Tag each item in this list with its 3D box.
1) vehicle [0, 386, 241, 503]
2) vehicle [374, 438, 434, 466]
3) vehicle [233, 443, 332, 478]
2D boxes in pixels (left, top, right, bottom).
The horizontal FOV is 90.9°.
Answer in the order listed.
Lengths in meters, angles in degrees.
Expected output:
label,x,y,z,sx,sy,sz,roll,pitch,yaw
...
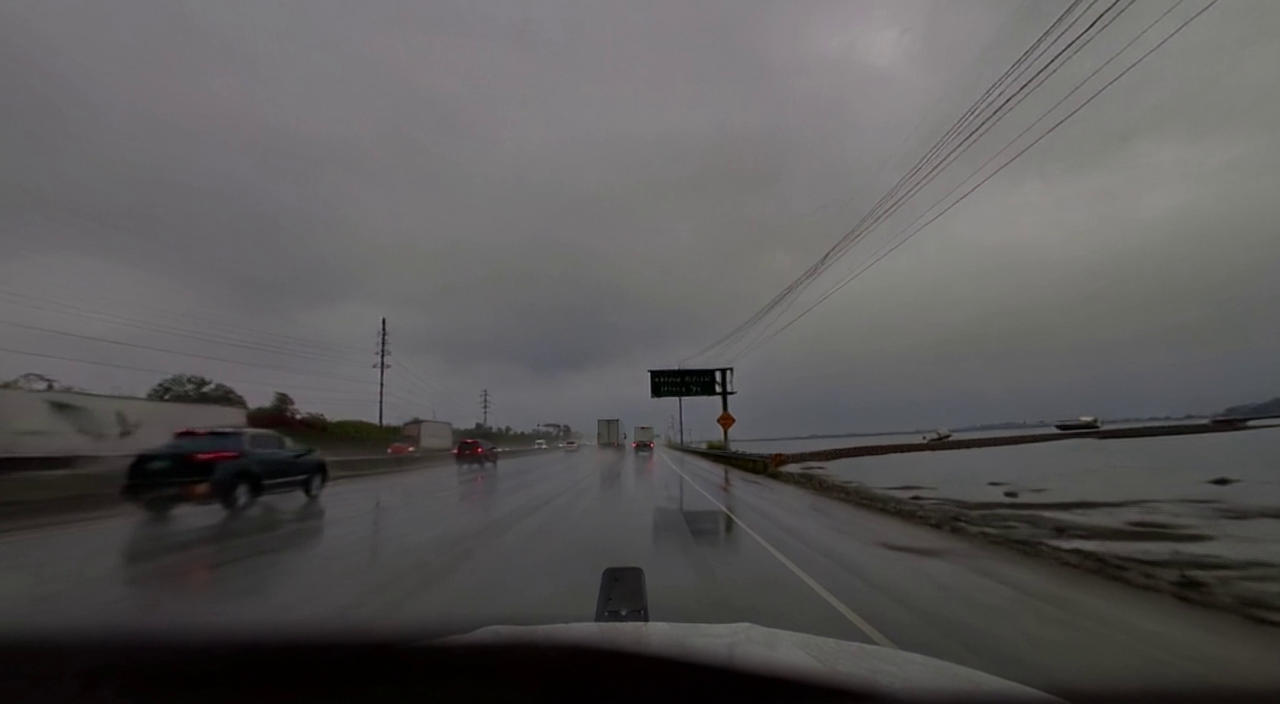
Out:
label,x,y,z,sx,sy,sz,roll,pitch,yaw
vehicle,-24.636,4.219,28.911,3.409,4.154,14.097,0,-8,0
vehicle,-16.919,7.192,45.530,2.205,1.847,5.210,0,-8,1
vehicle,-16.911,5.130,30.161,1.936,1.528,4.637,0,-8,1
